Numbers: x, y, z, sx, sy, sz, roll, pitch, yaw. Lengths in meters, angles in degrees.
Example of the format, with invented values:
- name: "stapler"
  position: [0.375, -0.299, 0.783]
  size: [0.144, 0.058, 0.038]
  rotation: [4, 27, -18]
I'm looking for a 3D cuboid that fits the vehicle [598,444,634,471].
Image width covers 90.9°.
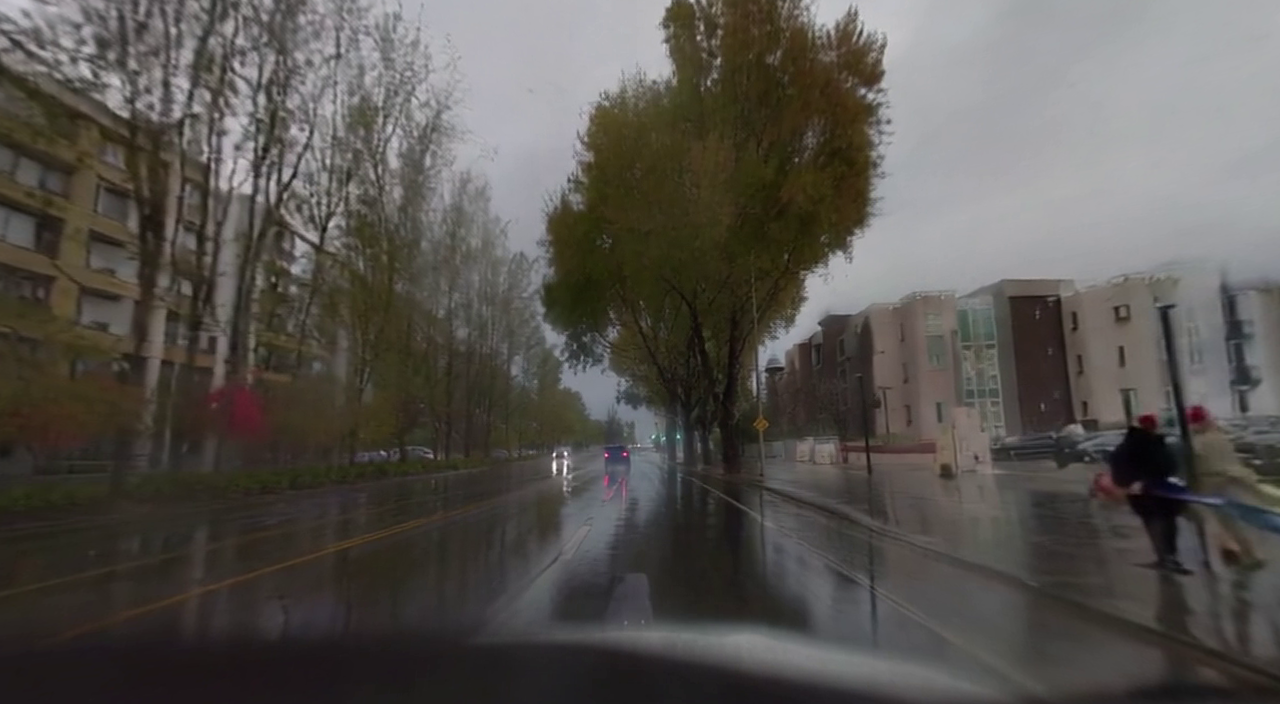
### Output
- name: "vehicle"
  position: [-1.676, 7.665, 45.946]
  size: [2.294, 1.859, 5.127]
  rotation: [0, -9, 1]
